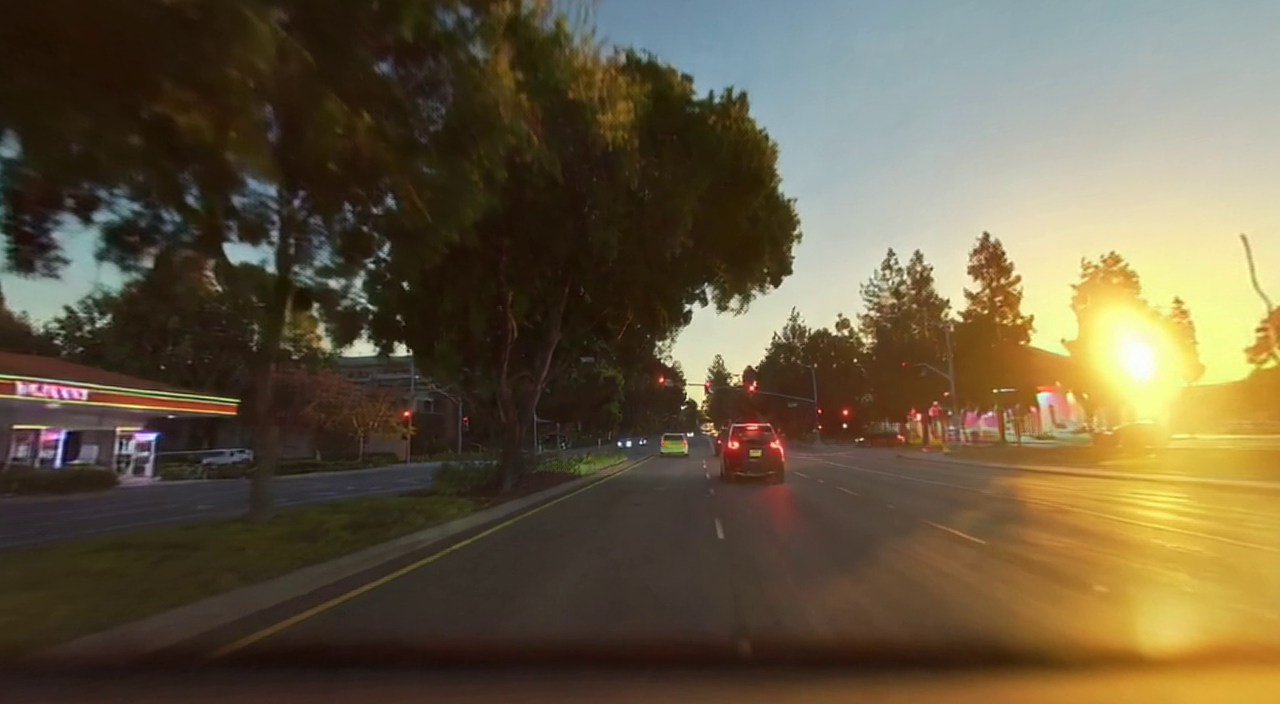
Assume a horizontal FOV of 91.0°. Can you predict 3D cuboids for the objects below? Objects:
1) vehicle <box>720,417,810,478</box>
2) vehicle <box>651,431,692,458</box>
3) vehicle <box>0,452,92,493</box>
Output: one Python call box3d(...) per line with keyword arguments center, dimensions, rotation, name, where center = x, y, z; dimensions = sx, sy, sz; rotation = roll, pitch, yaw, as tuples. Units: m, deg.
box3d(center=(3.805, 2.992, 19.940), dimensions=(2.213, 1.715, 4.242), rotation=(-1, -8, 4), name="vehicle")
box3d(center=(1.911, 5.460, 37.200), dimensions=(2.100, 1.469, 3.872), rotation=(-1, -8, 7), name="vehicle")
box3d(center=(-24.623, 4.875, 25.844), dimensions=(4.538, 1.469, 1.912), rotation=(-5, -9, 33), name="vehicle")
